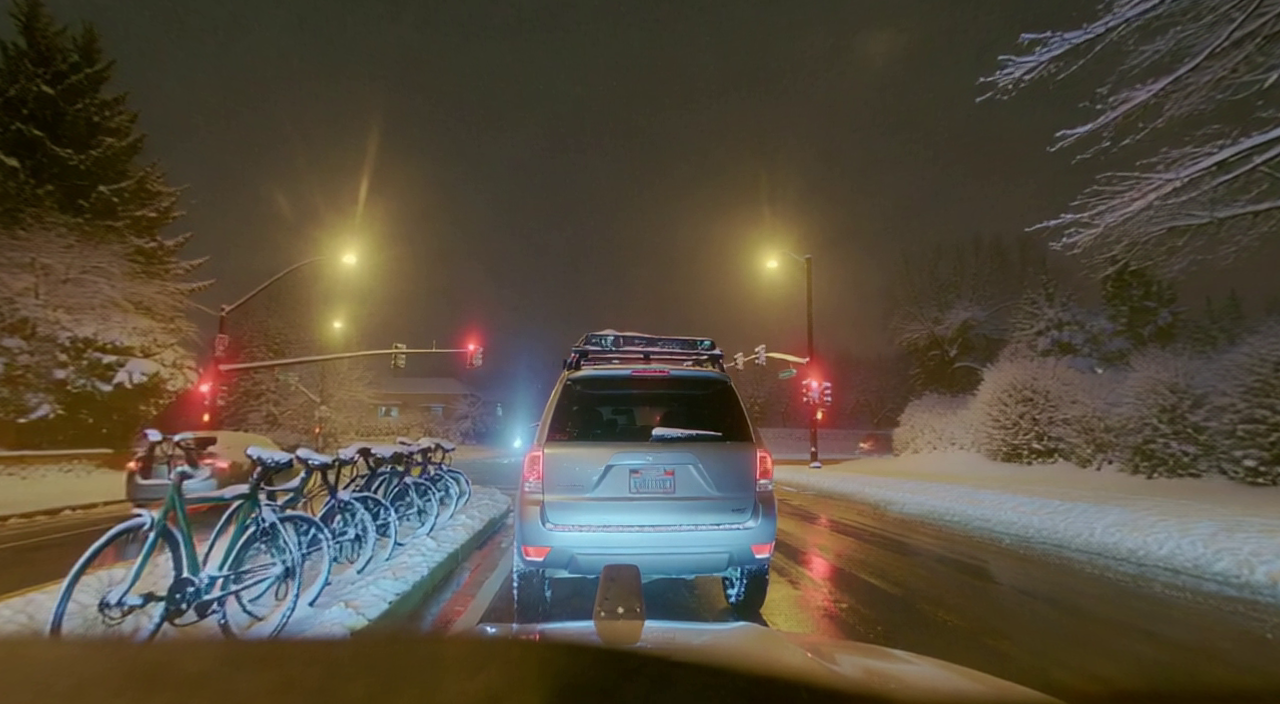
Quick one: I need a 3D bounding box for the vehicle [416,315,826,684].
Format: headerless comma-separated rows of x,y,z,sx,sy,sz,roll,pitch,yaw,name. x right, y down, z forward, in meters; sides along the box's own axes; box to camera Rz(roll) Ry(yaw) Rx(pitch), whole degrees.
-0.248,1.158,6.000,2.333,2.087,4.586,1,-8,-4,vehicle

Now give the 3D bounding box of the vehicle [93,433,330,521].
-8.549,2.508,13.292,2.026,1.479,4.712,1,-8,-6,vehicle

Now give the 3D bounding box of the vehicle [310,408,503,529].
-4.215,2.219,12.610,2.337,1.858,5.409,1,-9,-7,vehicle

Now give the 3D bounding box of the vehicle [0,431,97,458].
-35.751,5.549,38.208,3.926,1.536,1.731,1,-7,-10,vehicle

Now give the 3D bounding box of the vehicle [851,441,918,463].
18.784,7.675,48.582,4.435,1.574,1.816,1,-9,-9,vehicle
